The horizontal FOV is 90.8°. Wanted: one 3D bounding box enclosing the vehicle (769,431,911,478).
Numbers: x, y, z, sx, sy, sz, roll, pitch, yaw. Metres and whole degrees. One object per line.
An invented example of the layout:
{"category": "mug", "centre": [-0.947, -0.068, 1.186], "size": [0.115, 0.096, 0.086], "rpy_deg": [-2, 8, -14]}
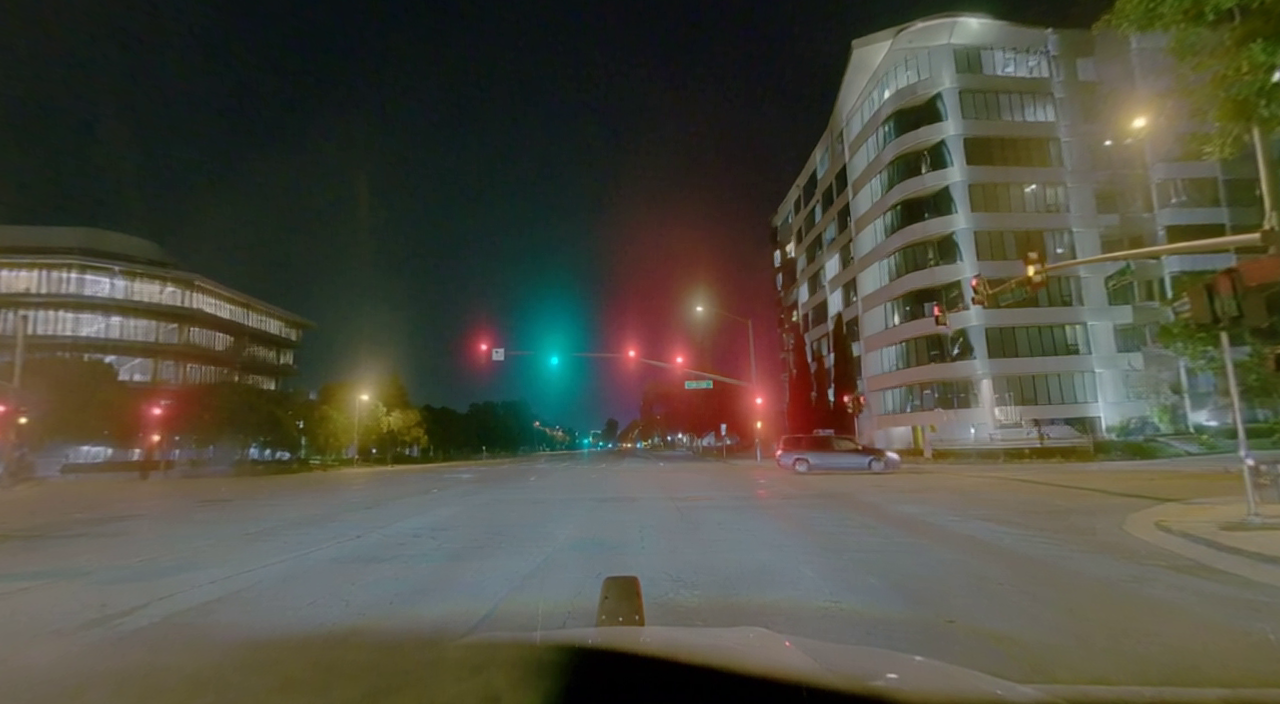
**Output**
{"category": "vehicle", "centre": [8.222, 4.290, 26.511], "size": [5.357, 1.814, 2.141], "rpy_deg": [-2, -8, 10]}
